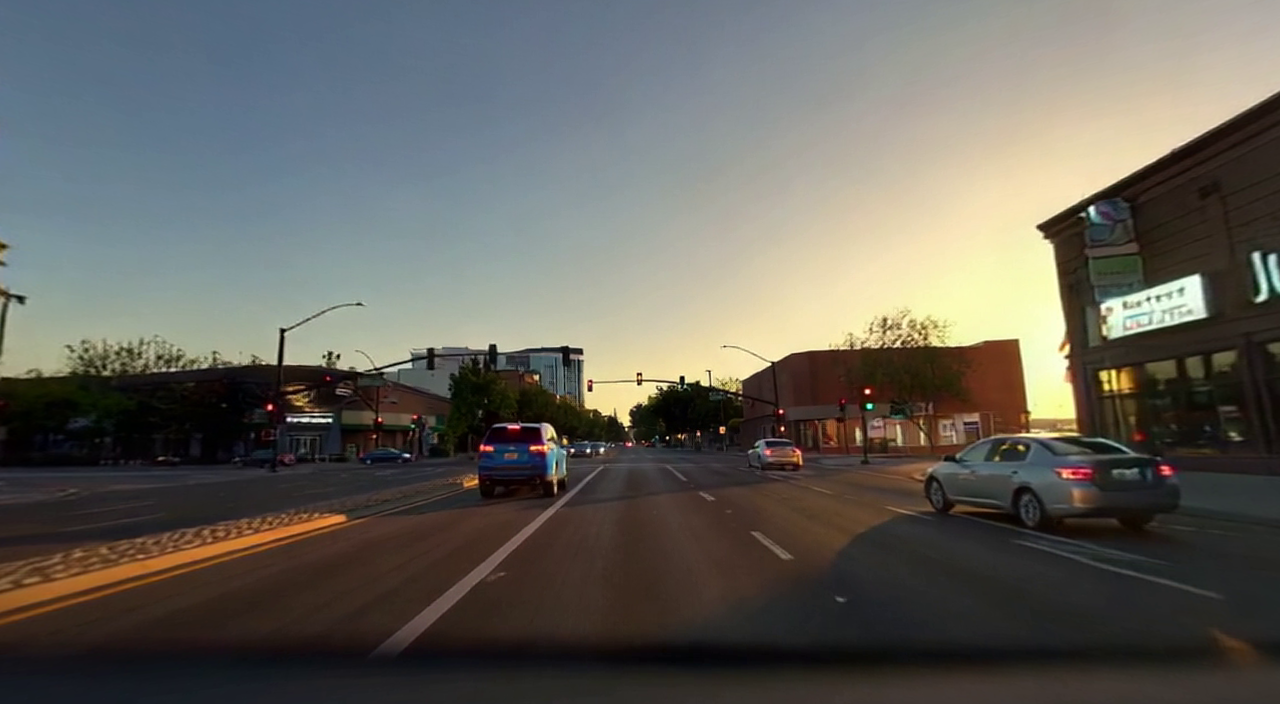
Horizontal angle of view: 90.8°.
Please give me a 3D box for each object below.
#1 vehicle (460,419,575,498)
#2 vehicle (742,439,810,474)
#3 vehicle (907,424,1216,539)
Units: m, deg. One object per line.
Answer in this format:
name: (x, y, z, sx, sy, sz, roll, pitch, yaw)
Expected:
vehicle: (-3.221, 2.946, 17.862, 2.313, 1.883, 5.016, 0, -8, -1)
vehicle: (6.208, 4.824, 29.383, 1.972, 1.476, 4.775, 0, -8, -2)
vehicle: (6.761, 2.121, 11.045, 2.014, 1.539, 4.852, 0, -8, -1)
